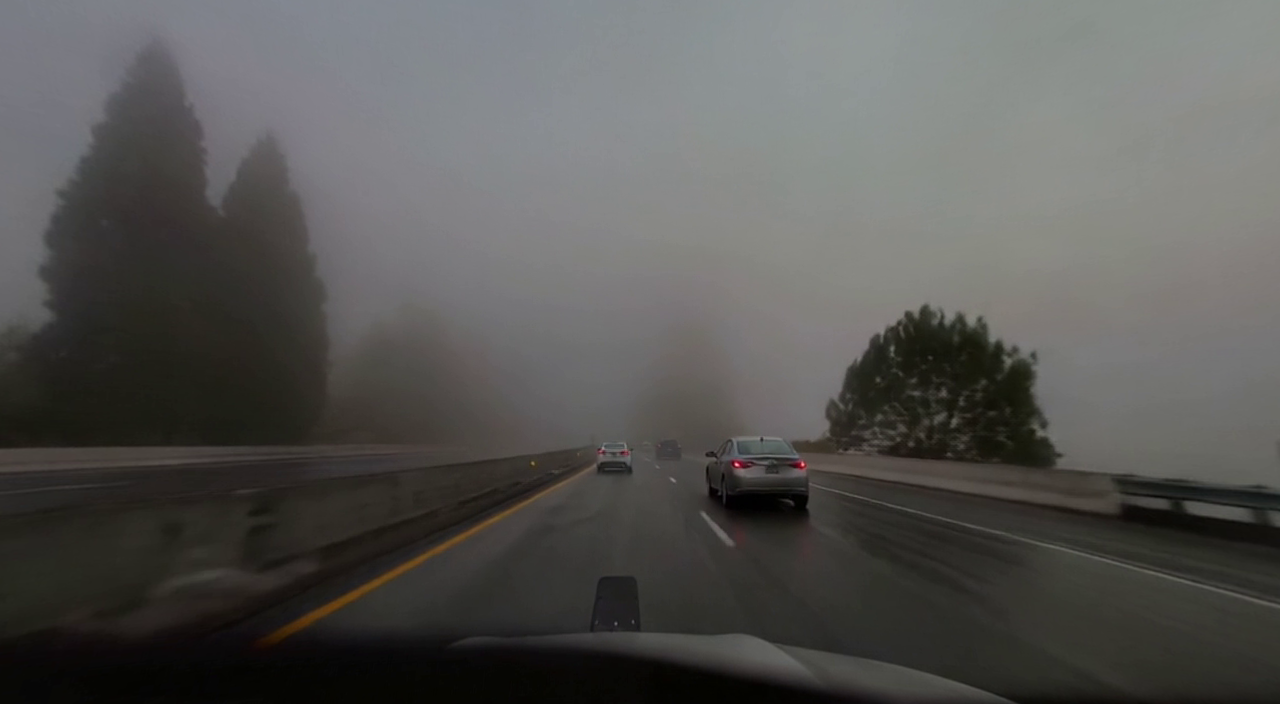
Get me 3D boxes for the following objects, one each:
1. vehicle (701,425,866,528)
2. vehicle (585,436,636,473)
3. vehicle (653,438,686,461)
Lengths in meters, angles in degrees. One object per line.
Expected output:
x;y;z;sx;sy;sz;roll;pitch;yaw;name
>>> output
2.490;2.319;12.435;2.055;1.566;5.046;-1;-8;0;vehicle
-1.334;4.710;29.205;2.178;1.559;4.254;0;-8;-2;vehicle
2.070;7.052;45.485;2.146;1.546;3.796;0;-8;-1;vehicle
